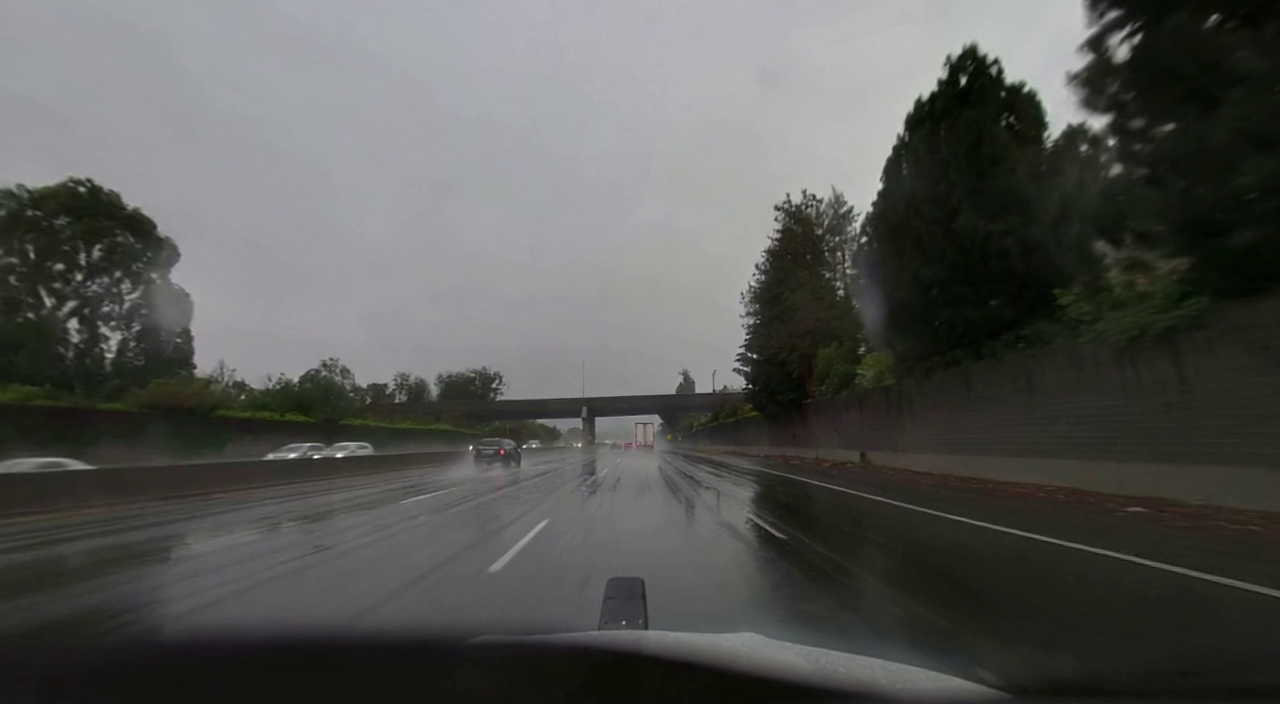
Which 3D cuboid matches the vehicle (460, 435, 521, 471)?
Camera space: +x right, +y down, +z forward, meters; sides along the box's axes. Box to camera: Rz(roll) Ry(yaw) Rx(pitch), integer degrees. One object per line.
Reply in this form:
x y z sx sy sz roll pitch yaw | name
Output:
-7.364 5.027 31.590 1.981 1.685 4.171 0 -8 1 | vehicle

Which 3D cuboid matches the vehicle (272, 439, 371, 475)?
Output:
-16.798 5.529 33.672 2.203 1.745 5.687 0 -8 1 | vehicle
